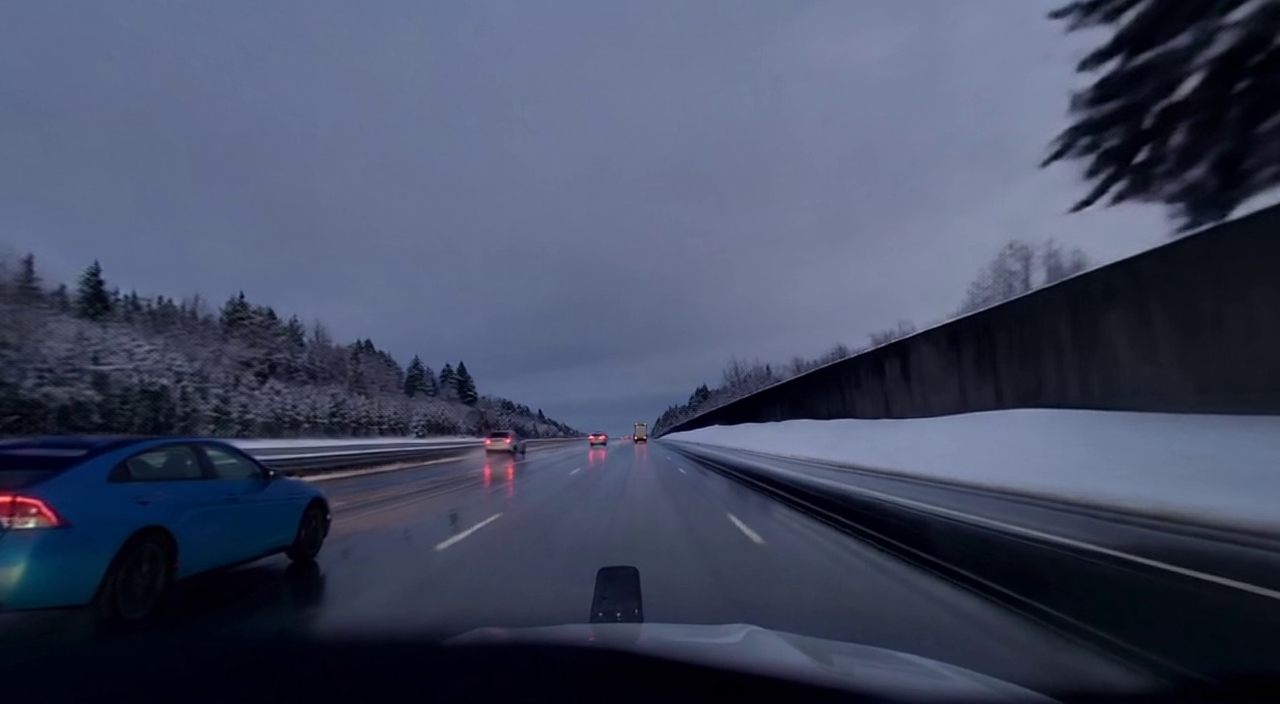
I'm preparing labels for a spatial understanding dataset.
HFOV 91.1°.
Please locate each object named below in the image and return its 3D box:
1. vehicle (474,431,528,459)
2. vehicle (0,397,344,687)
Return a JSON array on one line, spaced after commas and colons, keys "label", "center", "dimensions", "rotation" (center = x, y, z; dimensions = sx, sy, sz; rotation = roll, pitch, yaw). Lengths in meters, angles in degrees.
[{"label": "vehicle", "center": [-8.167, 5.498, 37.404], "dimensions": [2.053, 1.582, 4.878], "rotation": [0, -8, 1]}, {"label": "vehicle", "center": [-4.354, 1.221, 4.974], "dimensions": [2.079, 1.500, 3.881], "rotation": [0, -8, 1]}]
